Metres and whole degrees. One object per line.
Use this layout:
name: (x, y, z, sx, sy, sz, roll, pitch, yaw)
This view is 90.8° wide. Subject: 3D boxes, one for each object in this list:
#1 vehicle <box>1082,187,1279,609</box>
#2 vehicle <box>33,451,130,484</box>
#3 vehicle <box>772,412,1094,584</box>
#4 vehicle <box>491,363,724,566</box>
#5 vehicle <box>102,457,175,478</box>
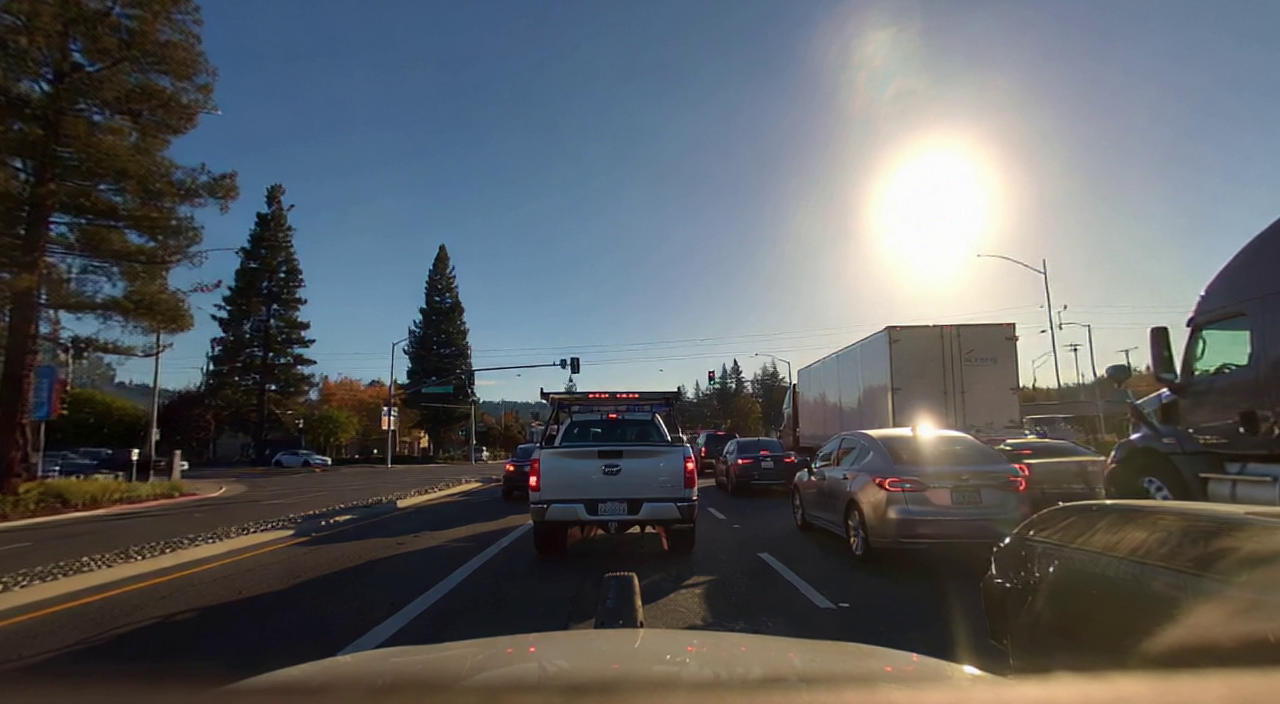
vehicle: (6.526, 0.107, 3.358, 2.802, 3.322, 7.429, 0, -9, -1)
vehicle: (-28.571, 5.899, 32.483, 1.730, 1.534, 3.922, 1, -9, -7)
vehicle: (3.254, 1.737, 8.437, 1.905, 1.587, 4.998, 0, -9, 0)
vehicle: (-0.362, 1.596, 9.459, 2.499, 2.183, 5.111, 0, -9, 0)
vehicle: (-38.151, 8.790, 48.130, 4.150, 1.474, 1.826, -1, -9, 6)
